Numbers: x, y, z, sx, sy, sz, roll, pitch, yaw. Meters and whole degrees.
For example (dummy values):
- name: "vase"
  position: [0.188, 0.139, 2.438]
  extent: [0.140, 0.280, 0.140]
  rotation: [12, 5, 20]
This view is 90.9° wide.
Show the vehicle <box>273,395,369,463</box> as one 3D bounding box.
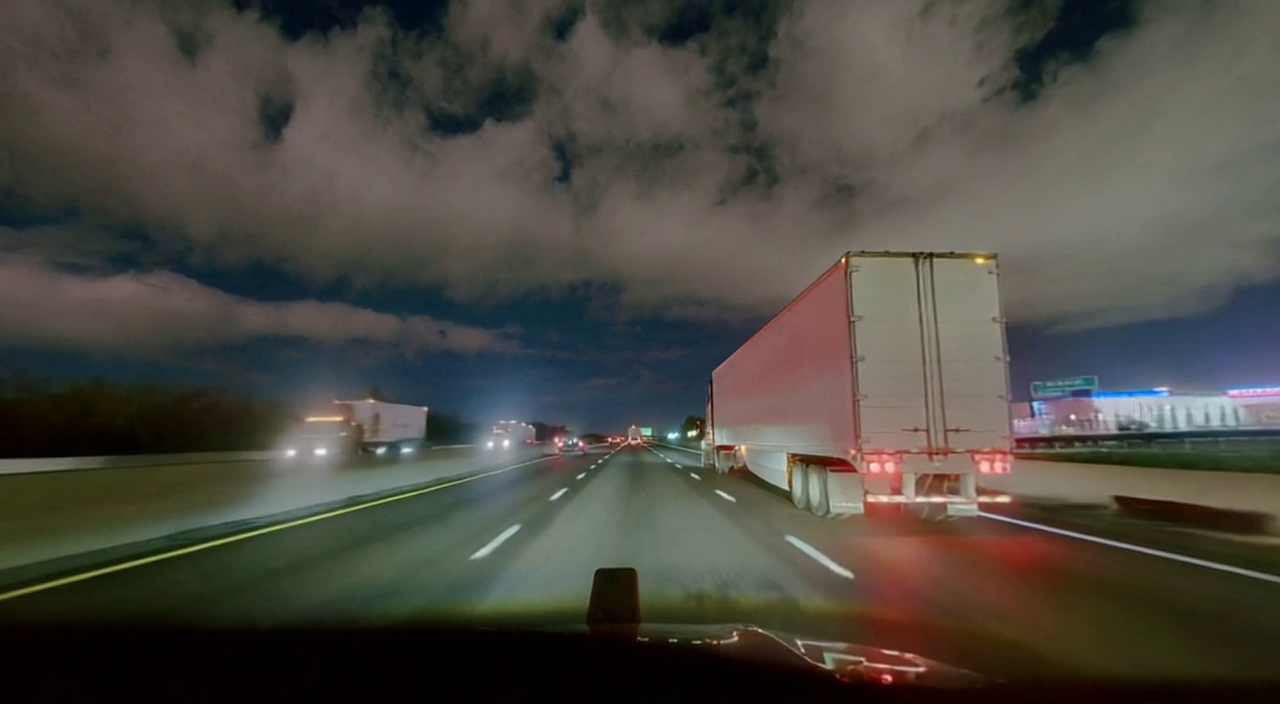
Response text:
- name: "vehicle"
  position: [-20.268, 4.971, 40.497]
  extent: [3.028, 3.981, 5.863]
  rotation: [0, -8, 0]

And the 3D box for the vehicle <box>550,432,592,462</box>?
- name: "vehicle"
  position: [-3.611, 5.066, 33.701]
  extent: [1.930, 1.484, 3.849]
  rotation: [0, -8, -1]

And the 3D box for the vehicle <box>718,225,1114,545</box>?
- name: "vehicle"
  position: [3.928, 1.084, 13.139]
  extent: [2.871, 3.815, 11.331]
  rotation: [0, -8, -1]

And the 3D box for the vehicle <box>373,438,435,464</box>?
- name: "vehicle"
  position: [-14.553, 6.110, 39.144]
  extent: [1.984, 1.458, 4.737]
  rotation: [0, -8, 1]
